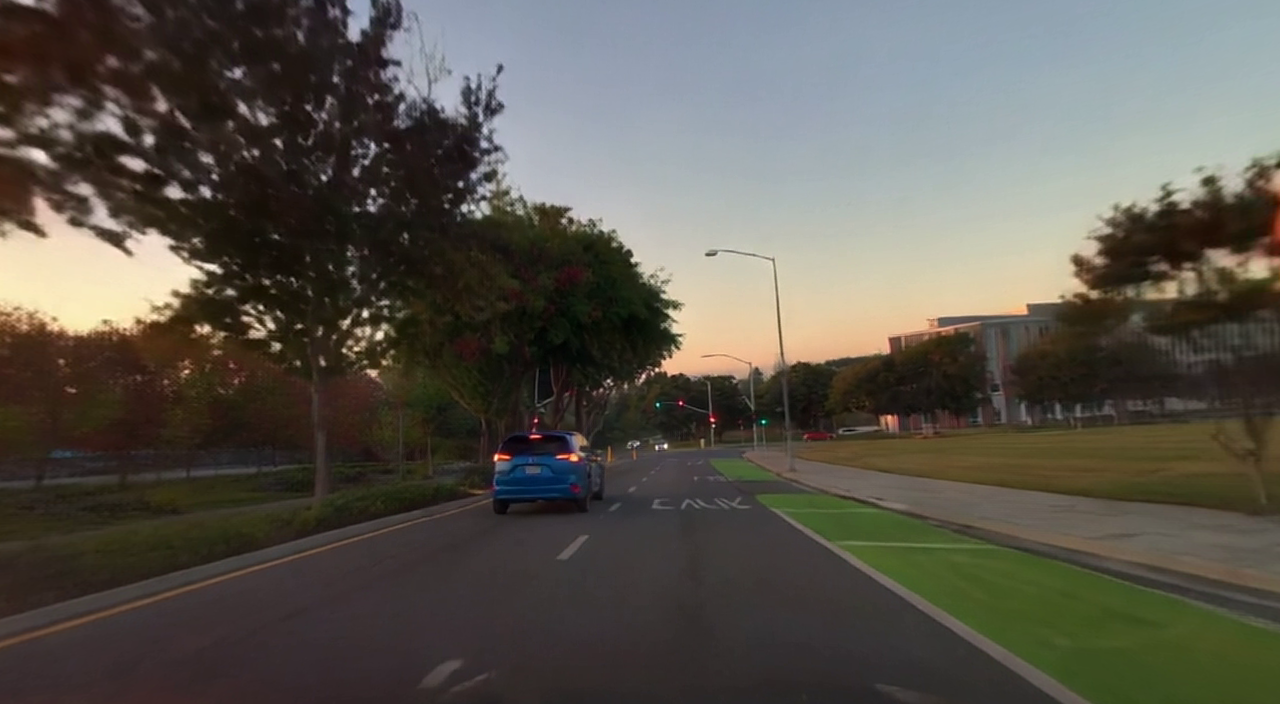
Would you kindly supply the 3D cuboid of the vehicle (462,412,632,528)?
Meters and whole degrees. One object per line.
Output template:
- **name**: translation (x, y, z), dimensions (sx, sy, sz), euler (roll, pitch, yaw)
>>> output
- **vehicle**: translation (-1.587, 2.276, 12.659), dimensions (2.339, 1.790, 4.629), euler (-3, -9, 4)
